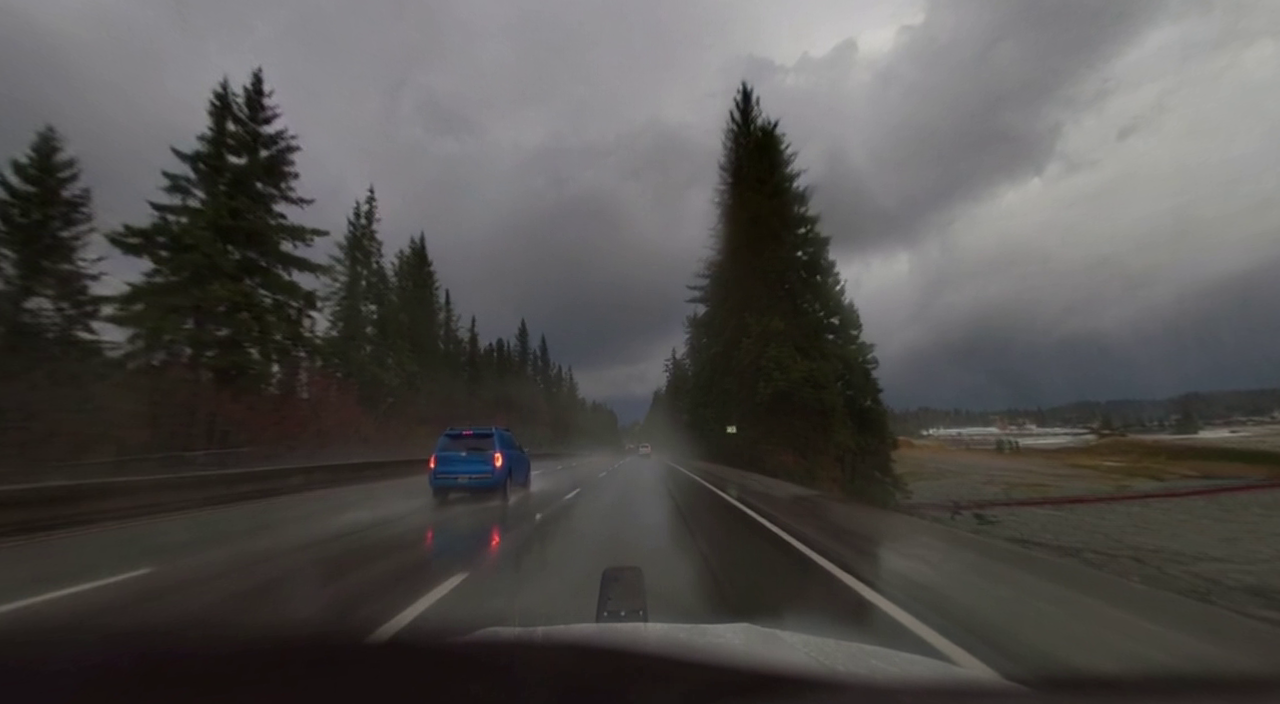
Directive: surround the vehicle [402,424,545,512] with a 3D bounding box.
[{"bbox_3d":[-3.710,2.678,14.986,2.084,1.752,4.479,-1,-8,1],"label":"vehicle"}]
